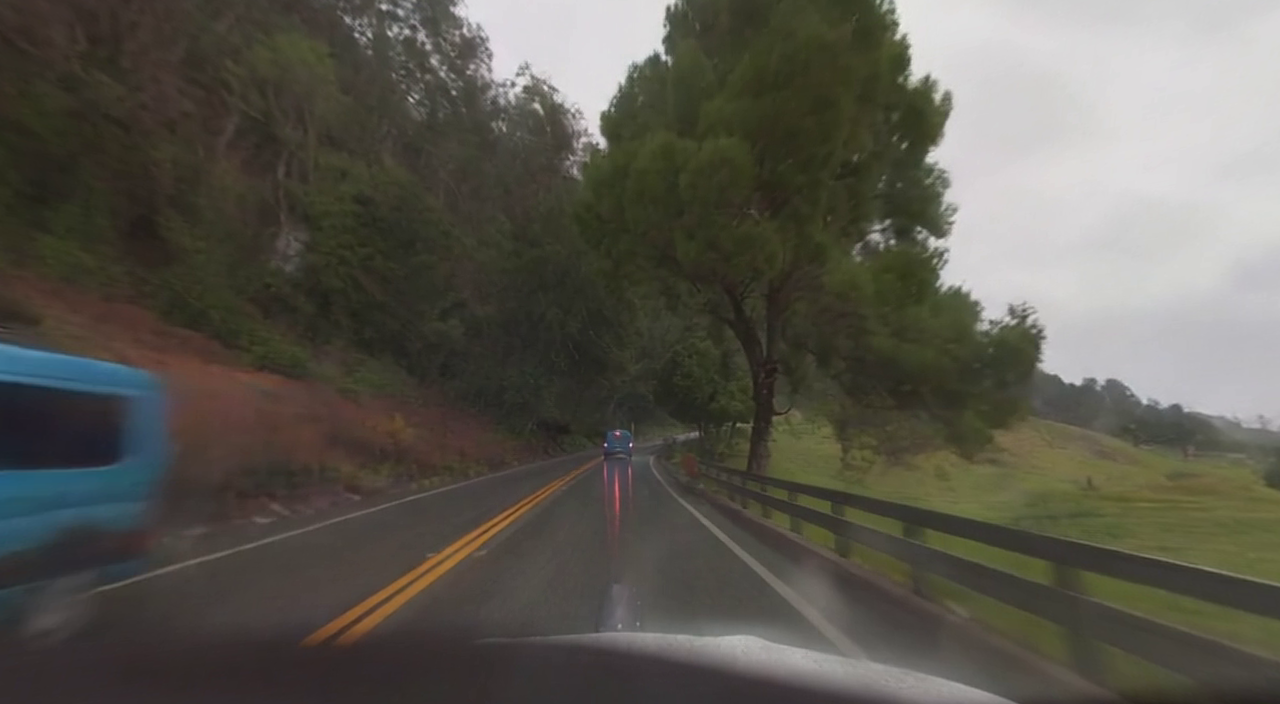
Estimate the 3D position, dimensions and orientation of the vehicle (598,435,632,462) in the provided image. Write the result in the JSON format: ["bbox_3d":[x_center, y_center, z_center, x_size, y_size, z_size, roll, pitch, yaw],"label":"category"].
[{"bbox_3d":[-1.909,7.273,47.585,2.439,1.912,5.605,0,-8,-3],"label":"vehicle"}]

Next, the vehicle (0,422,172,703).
[{"bbox_3d":[-3.815,0.877,1.391,1.964,1.530,4.808,0,-9,-1],"label":"vehicle"}]
